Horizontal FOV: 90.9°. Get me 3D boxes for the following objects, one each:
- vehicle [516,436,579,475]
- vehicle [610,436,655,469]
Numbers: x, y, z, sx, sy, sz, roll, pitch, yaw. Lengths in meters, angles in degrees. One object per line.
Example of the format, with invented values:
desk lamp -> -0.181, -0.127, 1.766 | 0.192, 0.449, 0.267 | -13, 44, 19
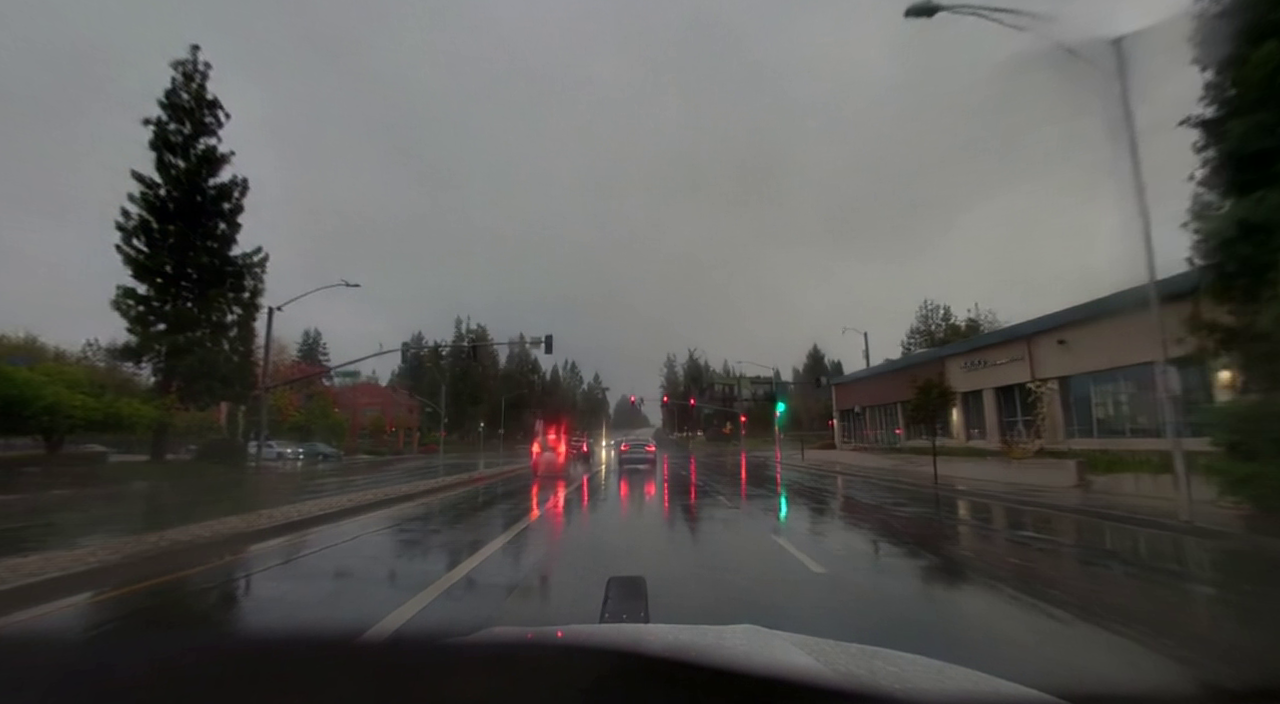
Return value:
vehicle -> -3.793, 4.331, 26.649 | 1.942, 1.497, 4.561 | 0, -8, 0
vehicle -> -0.373, 4.941, 31.147 | 2.066, 1.482, 3.923 | 0, -8, -1
